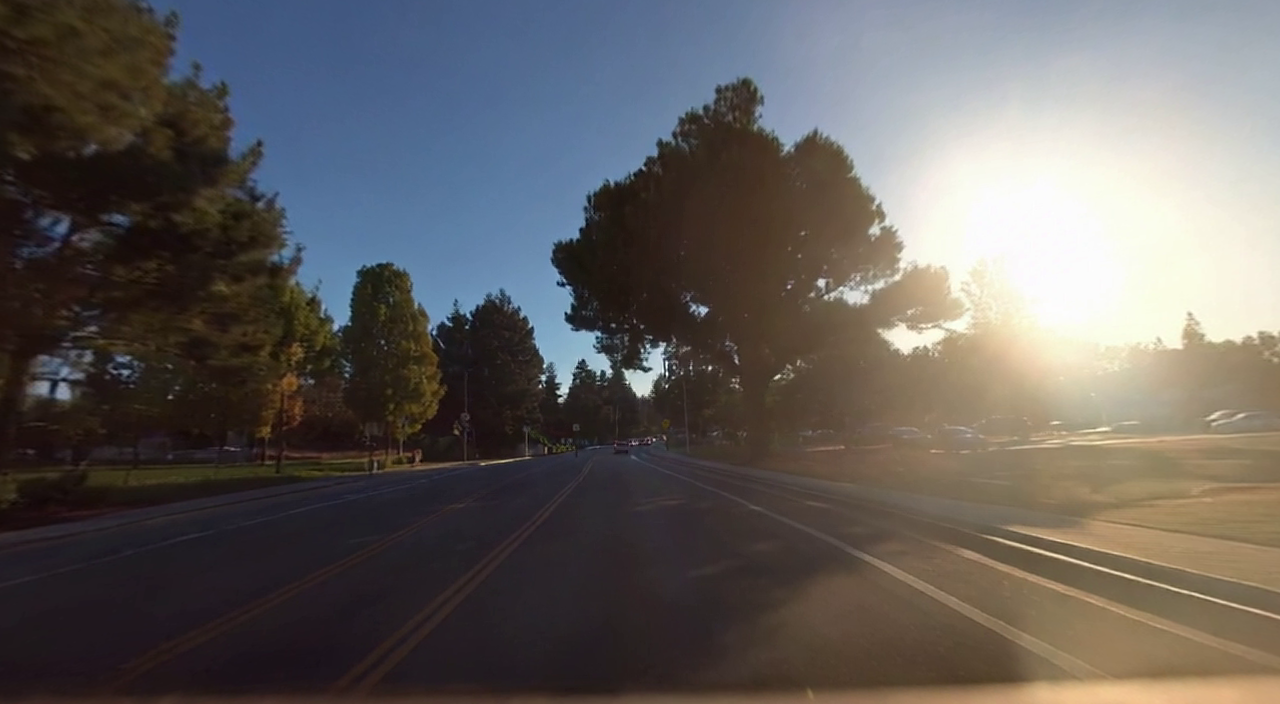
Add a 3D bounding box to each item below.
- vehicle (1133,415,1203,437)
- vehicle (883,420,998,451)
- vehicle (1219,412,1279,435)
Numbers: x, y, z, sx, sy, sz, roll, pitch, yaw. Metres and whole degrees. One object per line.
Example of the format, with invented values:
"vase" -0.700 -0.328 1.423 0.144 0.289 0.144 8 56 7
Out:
"vehicle" 39.250 5.544 46.964 1.823 1.489 4.541 -1 -8 9
"vehicle" 14.769 4.143 31.117 4.744 1.476 1.926 1 -8 -5
"vehicle" 44.546 5.200 45.548 1.868 1.571 4.451 -2 -8 13
